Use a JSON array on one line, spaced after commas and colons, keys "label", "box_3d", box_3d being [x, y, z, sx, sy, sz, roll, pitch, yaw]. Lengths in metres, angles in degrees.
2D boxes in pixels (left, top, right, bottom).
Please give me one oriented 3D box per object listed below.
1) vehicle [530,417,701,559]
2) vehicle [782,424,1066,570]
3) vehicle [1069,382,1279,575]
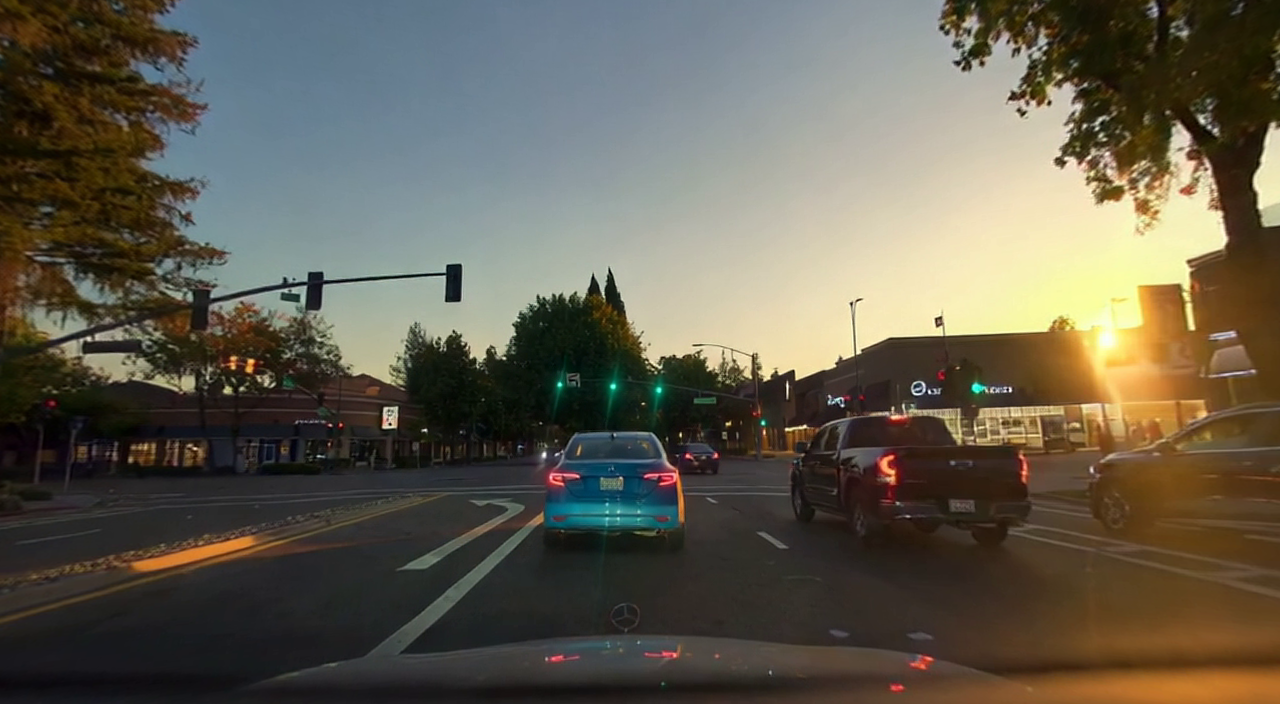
[{"label": "vehicle", "box_3d": [-0.306, 1.895, 9.452, 2.037, 1.674, 3.693, 0, -8, 0]}, {"label": "vehicle", "box_3d": [3.599, 1.903, 9.192, 1.955, 1.550, 4.587, 0, -8, -1]}, {"label": "vehicle", "box_3d": [7.541, 1.284, 6.445, 2.240, 1.923, 5.678, 0, -8, -1]}]
